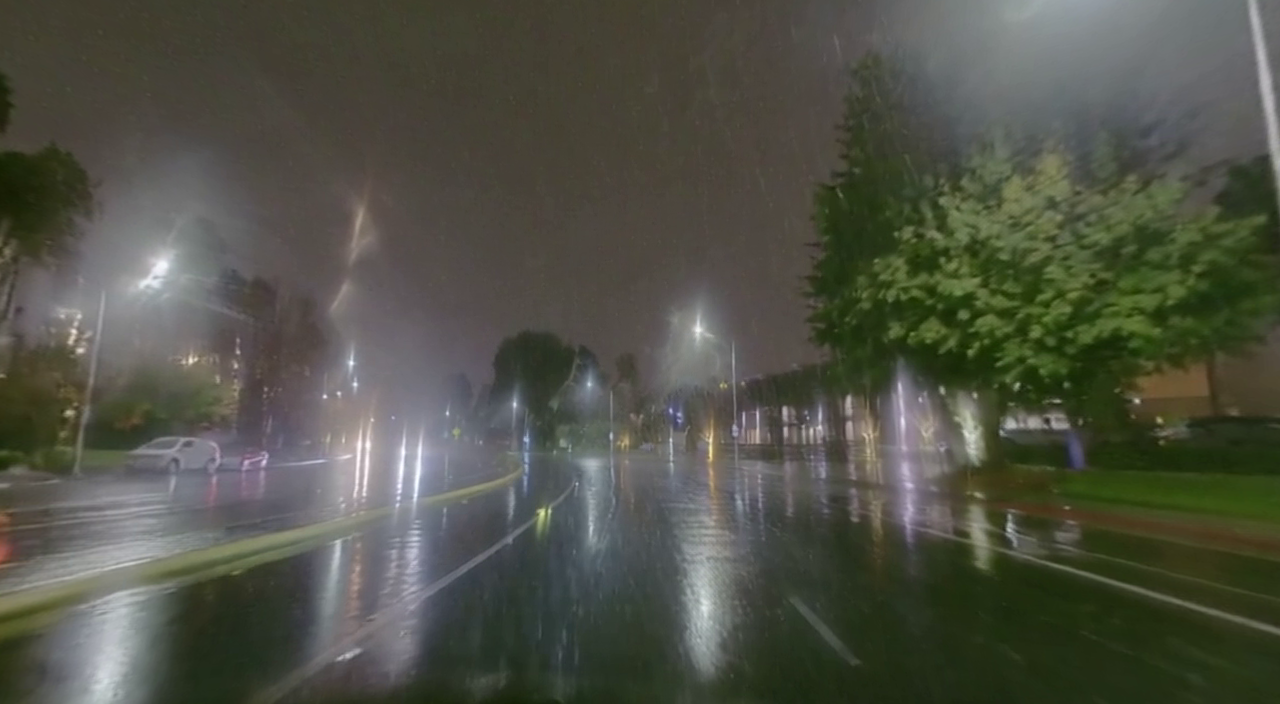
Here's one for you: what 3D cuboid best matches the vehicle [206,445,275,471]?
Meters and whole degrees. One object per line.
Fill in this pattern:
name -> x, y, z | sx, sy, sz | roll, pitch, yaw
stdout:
vehicle -> -23.741, 6.291, 37.639 | 1.844, 1.452, 4.362 | 1, -9, -9

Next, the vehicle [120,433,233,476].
vehicle -> -22.813, 5.061, 31.344 | 2.387, 1.951, 4.827 | 1, -9, -8
